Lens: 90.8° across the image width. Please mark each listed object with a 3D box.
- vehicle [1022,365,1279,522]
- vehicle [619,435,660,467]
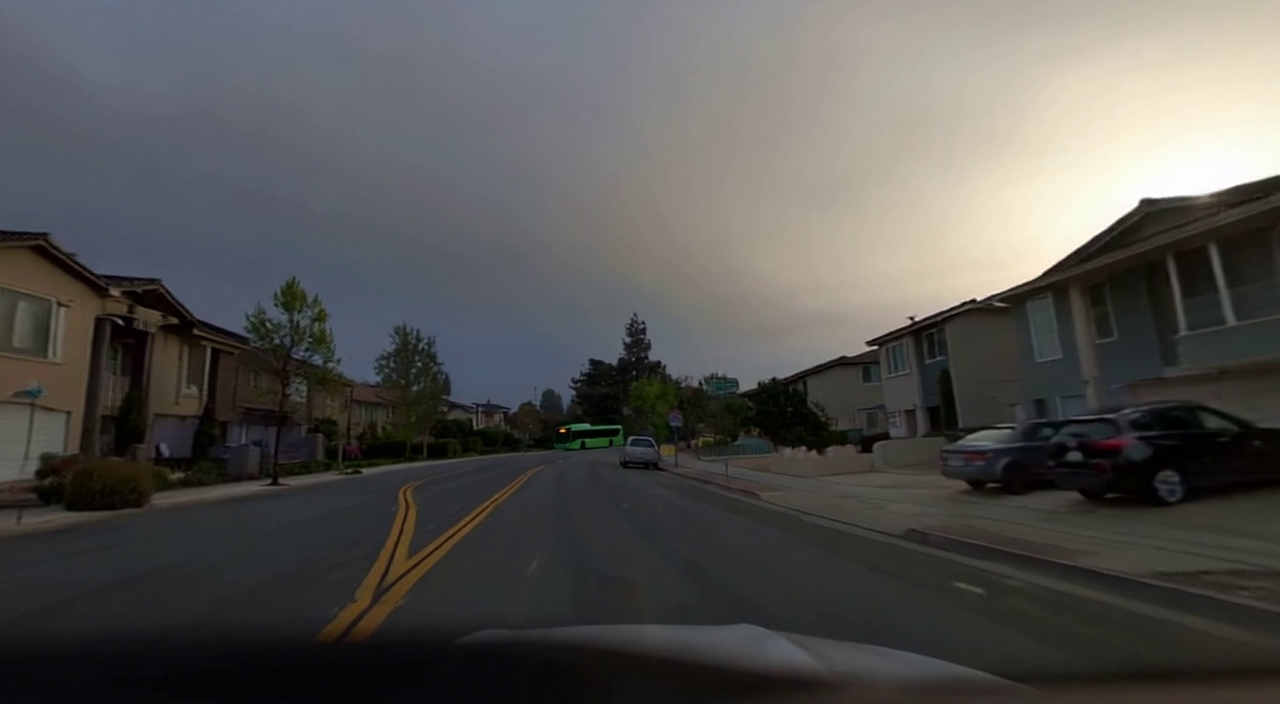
[{"bbox_3d":[8.510,1.254,9.376,4.431,1.873,1.920,-3,-8,-8],"label":"vehicle"},{"bbox_3d":[-0.097,5.313,33.992,1.984,1.601,3.994,0,-9,-3],"label":"vehicle"}]
